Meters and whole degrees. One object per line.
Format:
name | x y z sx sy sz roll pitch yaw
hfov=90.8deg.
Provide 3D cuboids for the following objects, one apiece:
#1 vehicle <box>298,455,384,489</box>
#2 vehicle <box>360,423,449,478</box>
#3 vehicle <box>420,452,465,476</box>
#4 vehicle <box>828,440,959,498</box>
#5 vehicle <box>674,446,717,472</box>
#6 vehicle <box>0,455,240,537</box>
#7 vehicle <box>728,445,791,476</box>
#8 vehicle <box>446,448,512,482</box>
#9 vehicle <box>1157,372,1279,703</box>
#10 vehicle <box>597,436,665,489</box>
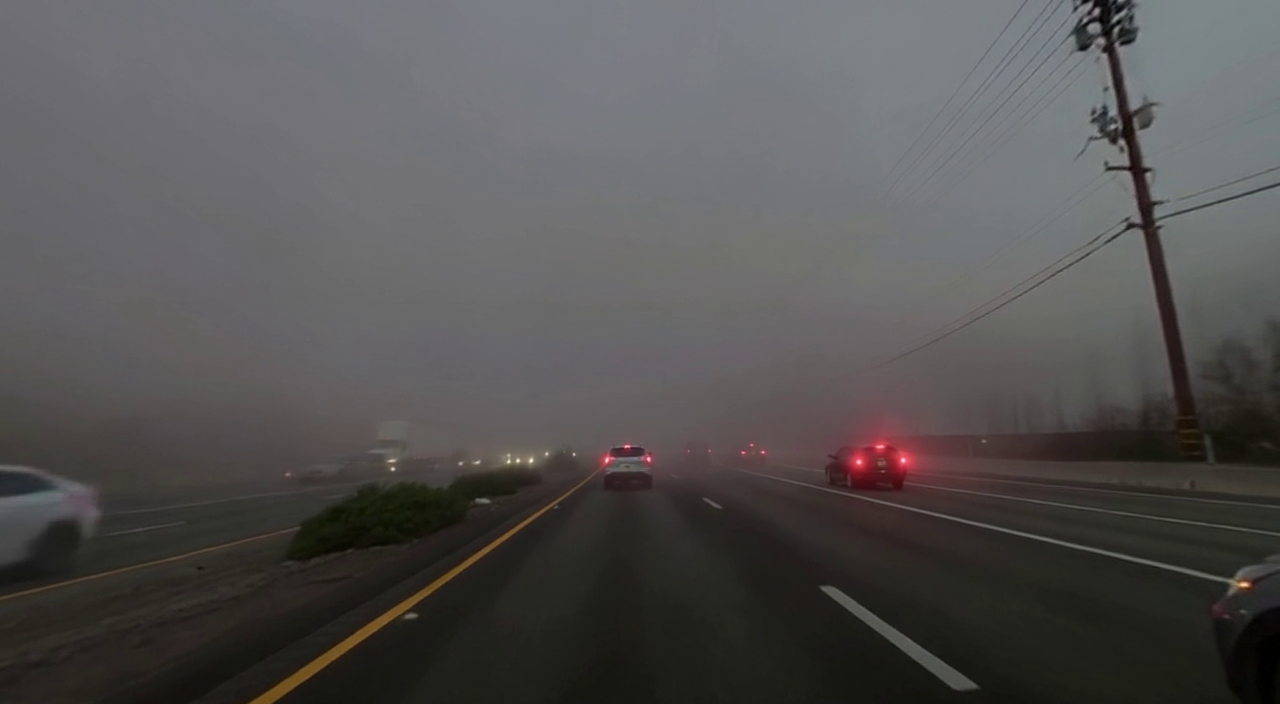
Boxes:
vehicle | -14.830 5.962 31.654 1.924 1.472 4.767 0 -9 1
vehicle | -18.292 7.753 49.937 3.068 3.921 9.552 0 -9 1
vehicle | -14.740 8.382 47.425 1.952 1.650 4.414 0 -9 0
vehicle | 7.188 3.333 18.467 1.958 1.473 4.201 0 -9 -2
vehicle | 3.288 6.449 38.424 2.115 1.481 3.968 0 -9 -2
vehicle | -11.439 3.088 14.216 1.876 1.462 4.584 0 -9 0
vehicle | 6.010 5.489 32.285 1.934 1.461 4.368 1 -9 -6
vehicle | -8.241 5.808 32.841 2.069 1.613 4.660 0 -9 2
vehicle | 3.314 0.635 0.852 1.967 1.547 3.777 0 -9 0
vehicle | -0.337 4.120 23.915 2.298 1.809 4.359 0 -8 -1
